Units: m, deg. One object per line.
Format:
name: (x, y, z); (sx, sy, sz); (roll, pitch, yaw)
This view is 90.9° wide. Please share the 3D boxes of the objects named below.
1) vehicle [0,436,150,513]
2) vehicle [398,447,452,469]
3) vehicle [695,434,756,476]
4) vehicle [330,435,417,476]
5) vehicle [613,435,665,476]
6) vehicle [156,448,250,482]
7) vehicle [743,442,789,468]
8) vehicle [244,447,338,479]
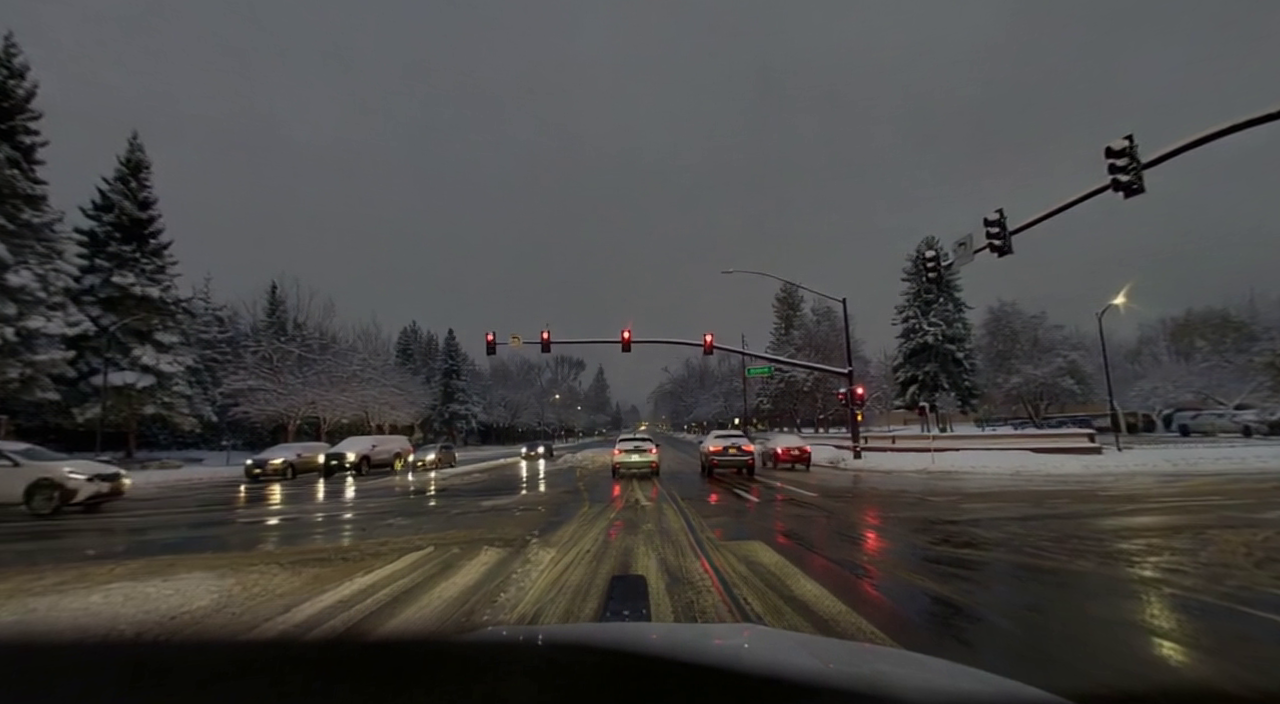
vehicle: (-14.340, 2.753, 14.390); (4.556, 1.639, 2.052); (4, -9, -28)
vehicle: (-14.081, 6.967, 41.520); (1.926, 1.325, 4.162); (0, -8, 2)
vehicle: (3.729, 4.581, 28.217); (2.097, 1.707, 4.461); (0, -8, 0)
vehicle: (-14.014, 5.467, 33.604); (2.196, 1.961, 5.359); (0, -8, 1)
vehicle: (-0.052, 4.715, 28.956); (2.215, 1.749, 3.976); (0, -8, 0)
vehicle: (-20.803, 5.370, 30.188); (1.800, 1.511, 3.631); (0, -8, 1)
vehicle: (7.269, 5.971, 36.735); (1.847, 1.432, 4.039); (0, -8, -1)
vehicle: (-17.566, 5.590, 32.002); (2.086, 1.458, 4.457); (-1, -8, 2)
